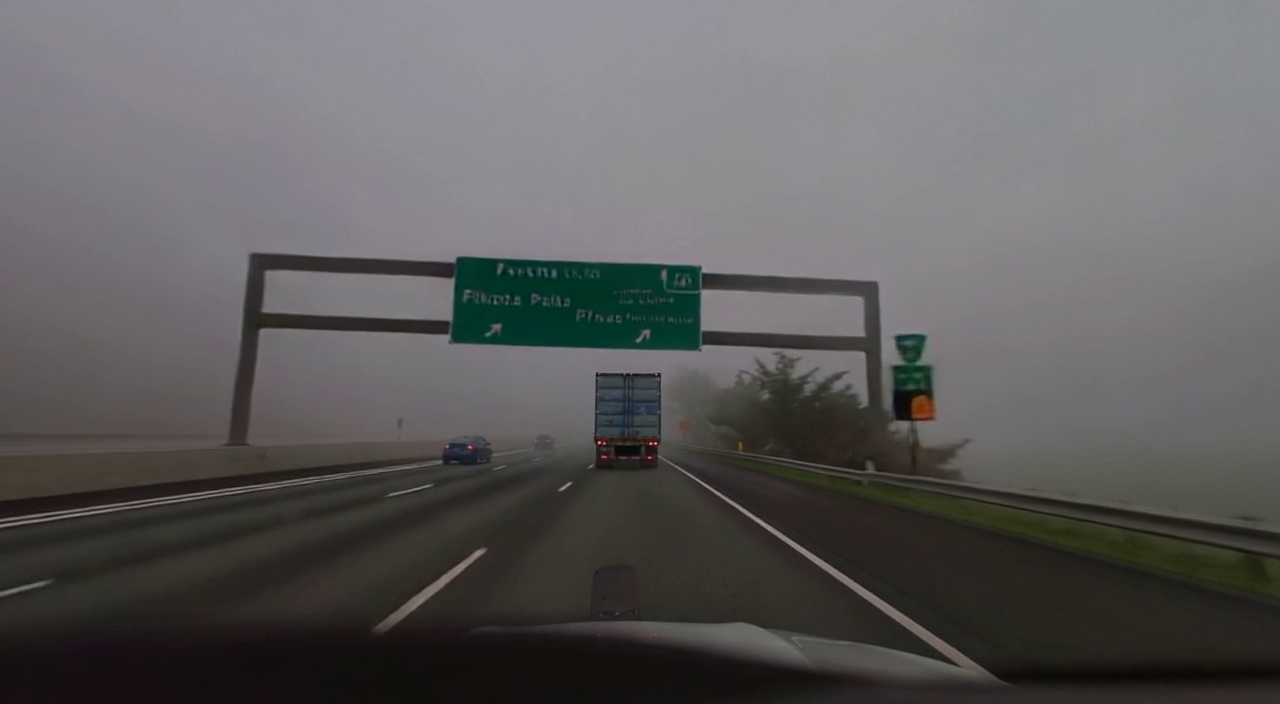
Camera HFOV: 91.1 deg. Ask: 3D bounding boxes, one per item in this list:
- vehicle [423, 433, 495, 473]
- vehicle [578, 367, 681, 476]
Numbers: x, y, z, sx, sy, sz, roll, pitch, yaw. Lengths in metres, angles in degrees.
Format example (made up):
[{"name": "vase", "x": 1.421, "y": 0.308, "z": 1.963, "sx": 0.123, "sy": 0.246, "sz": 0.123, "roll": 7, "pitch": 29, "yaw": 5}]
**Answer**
[{"name": "vehicle", "x": -7.283, "y": 4.063, "z": 25.675, "sx": 1.856, "sy": 1.479, "sz": 3.710, "roll": 0, "pitch": -8, "yaw": 0}, {"name": "vehicle", "x": -0.488, "y": 3.129, "z": 26.803, "sx": 3.033, "sy": 3.223, "sz": 14.836, "roll": 3, "pitch": -8, "yaw": -1}]
